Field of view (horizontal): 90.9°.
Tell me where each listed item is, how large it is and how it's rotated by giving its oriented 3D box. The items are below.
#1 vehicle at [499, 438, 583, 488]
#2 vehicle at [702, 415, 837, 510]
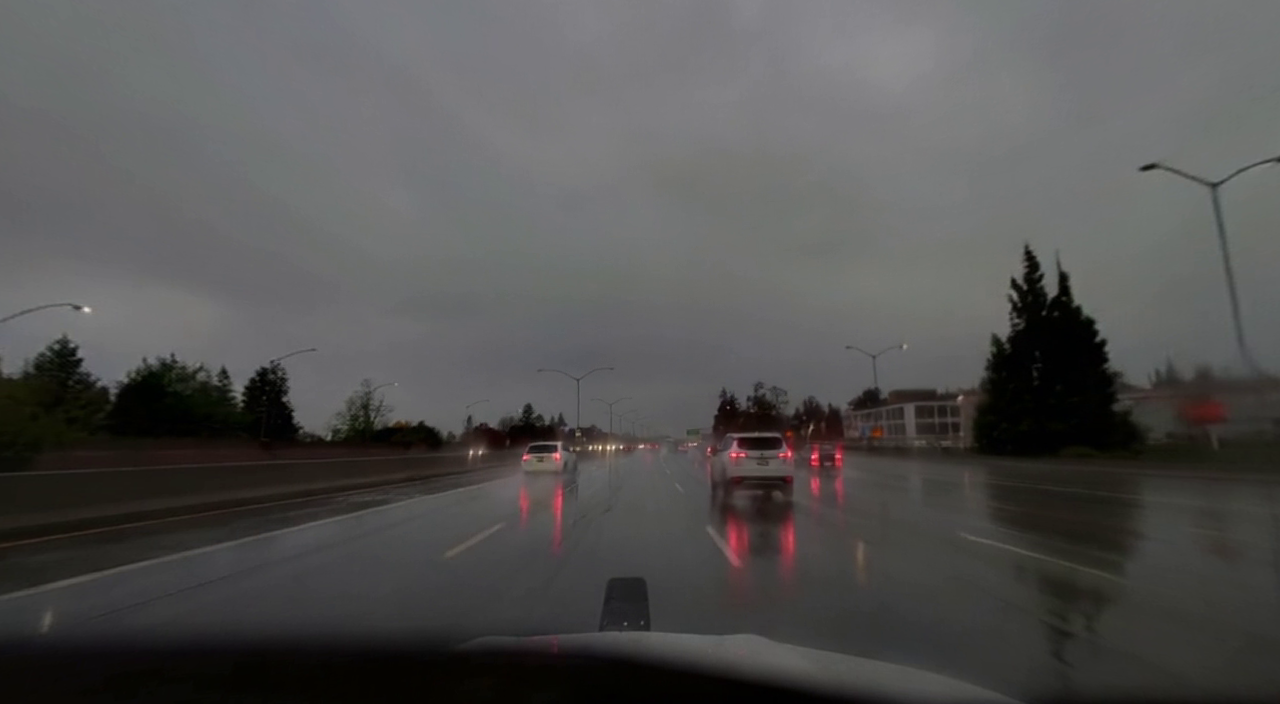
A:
[{"bbox_3d":[-3.344,3.870,22.315,2.080,1.542,4.718,-1,-8,2],"label":"vehicle"},{"bbox_3d":[2.833,2.568,15.063,2.148,1.852,4.835,0,-8,0],"label":"vehicle"}]
